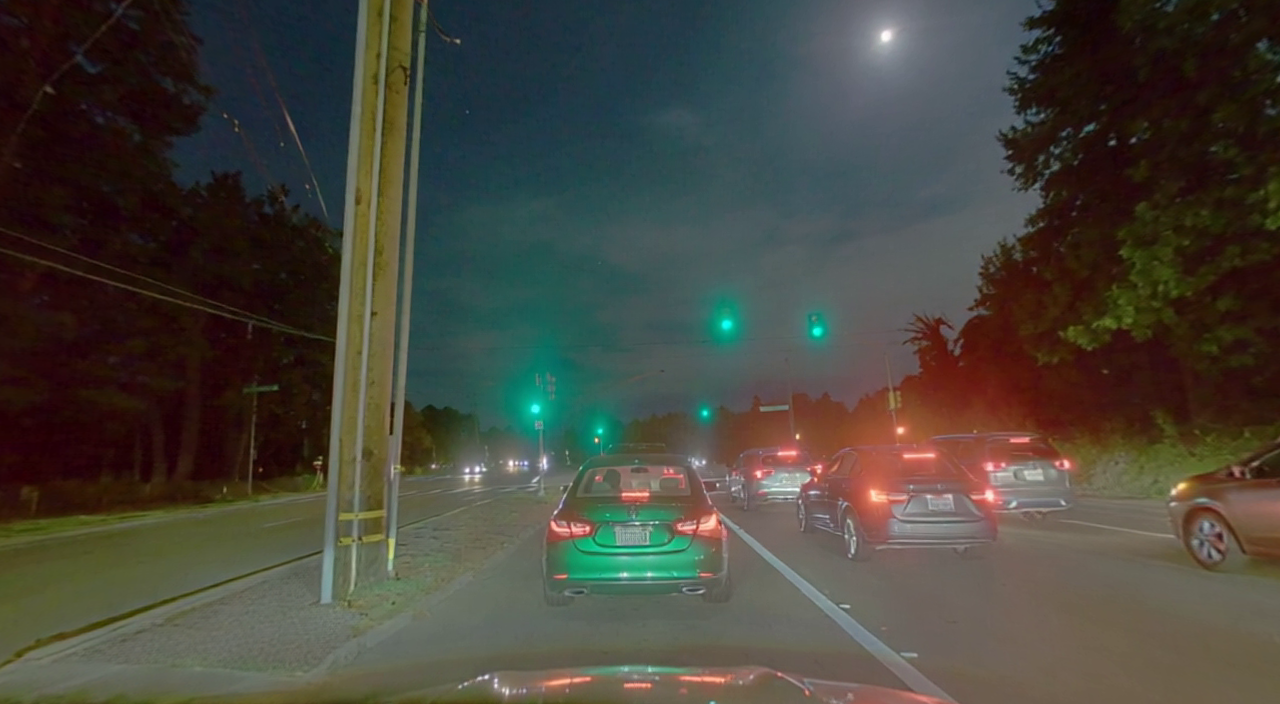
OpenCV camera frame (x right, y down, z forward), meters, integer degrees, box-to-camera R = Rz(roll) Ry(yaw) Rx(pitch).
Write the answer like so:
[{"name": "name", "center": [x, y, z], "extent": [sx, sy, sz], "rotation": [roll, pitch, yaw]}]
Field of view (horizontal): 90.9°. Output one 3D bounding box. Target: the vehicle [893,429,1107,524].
[{"name": "vehicle", "center": [7.018, 2.464, 12.906], "extent": [1.923, 1.611, 4.094], "rotation": [0, -9, 0]}]

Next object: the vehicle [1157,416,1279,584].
[{"name": "vehicle", "center": [6.939, 1.342, 5.580], "extent": [1.783, 1.572, 3.421], "rotation": [0, -9, 1]}]

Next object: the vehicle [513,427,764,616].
[{"name": "vehicle", "center": [0.011, 1.681, 7.104], "extent": [2.015, 1.502, 3.898], "rotation": [0, -9, 1]}]

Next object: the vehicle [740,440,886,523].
[{"name": "vehicle", "center": [3.525, 2.721, 13.817], "extent": [1.934, 1.494, 4.446], "rotation": [0, -9, 0]}]
